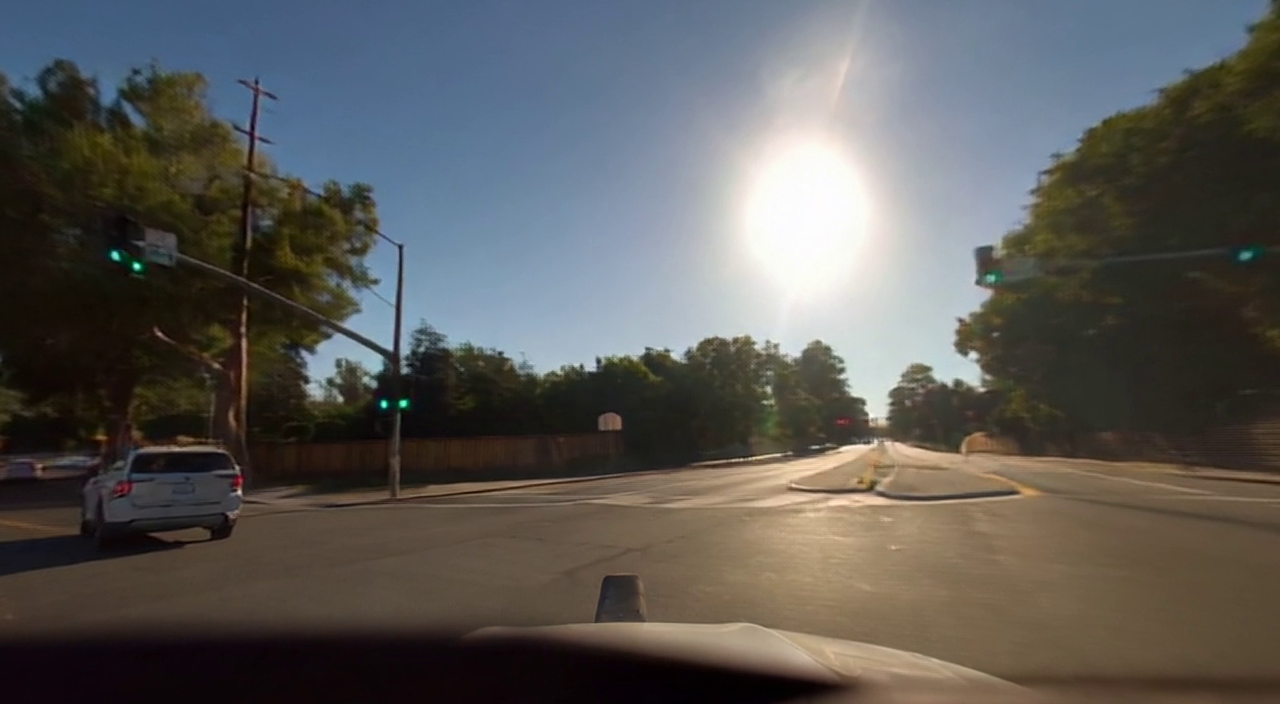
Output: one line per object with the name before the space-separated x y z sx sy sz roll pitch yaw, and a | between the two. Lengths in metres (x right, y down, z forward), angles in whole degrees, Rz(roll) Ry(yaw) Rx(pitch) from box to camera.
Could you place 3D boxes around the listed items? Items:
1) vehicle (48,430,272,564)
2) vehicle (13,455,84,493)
vehicle | -8.598 2.374 11.169 4.580 1.827 2.230 -8 -12 43
vehicle | -26.693 5.428 28.443 4.655 1.476 1.929 -8 -13 44
